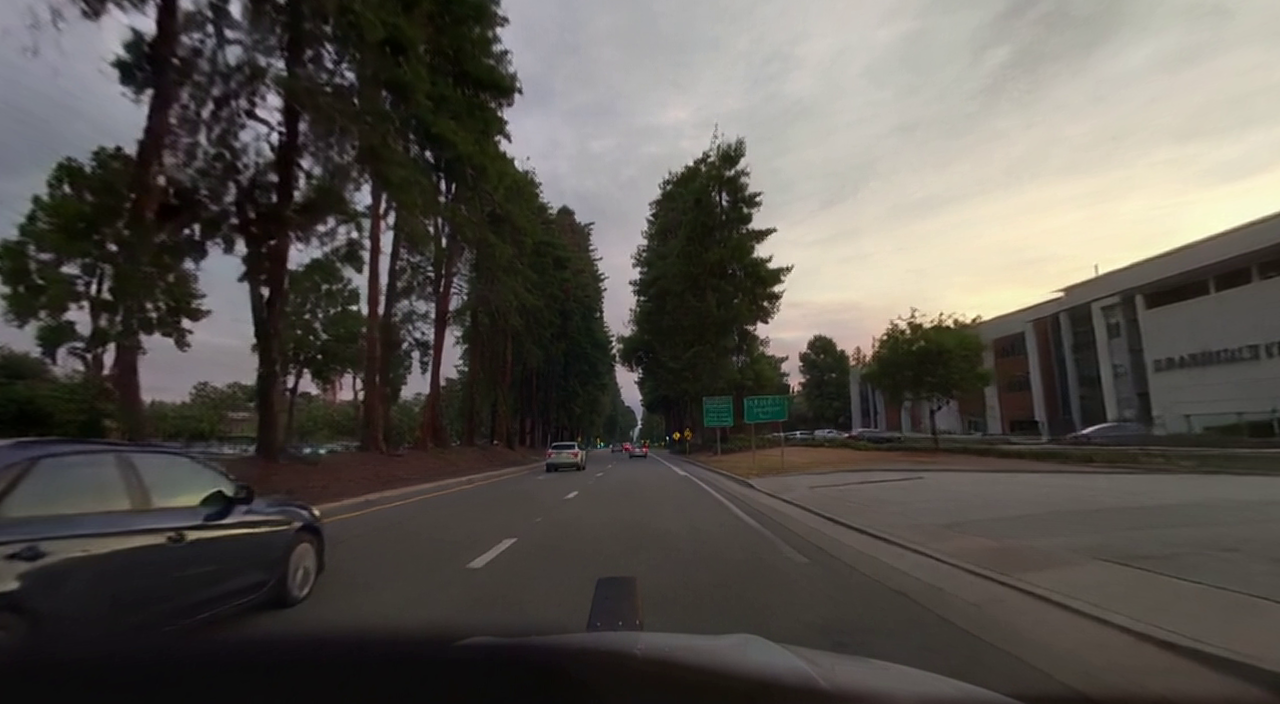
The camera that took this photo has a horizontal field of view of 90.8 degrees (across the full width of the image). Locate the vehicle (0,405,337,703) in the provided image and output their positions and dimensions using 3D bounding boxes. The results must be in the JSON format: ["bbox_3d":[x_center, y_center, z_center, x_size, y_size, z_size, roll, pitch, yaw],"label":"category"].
[{"bbox_3d":[-3.433,1.025,2.934,1.862,1.478,4.369,0,-8,0],"label":"vehicle"}]

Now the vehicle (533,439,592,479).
[{"bbox_3d":[-3.267,4.612,27.420,1.942,1.588,4.172,0,-9,1],"label":"vehicle"}]
